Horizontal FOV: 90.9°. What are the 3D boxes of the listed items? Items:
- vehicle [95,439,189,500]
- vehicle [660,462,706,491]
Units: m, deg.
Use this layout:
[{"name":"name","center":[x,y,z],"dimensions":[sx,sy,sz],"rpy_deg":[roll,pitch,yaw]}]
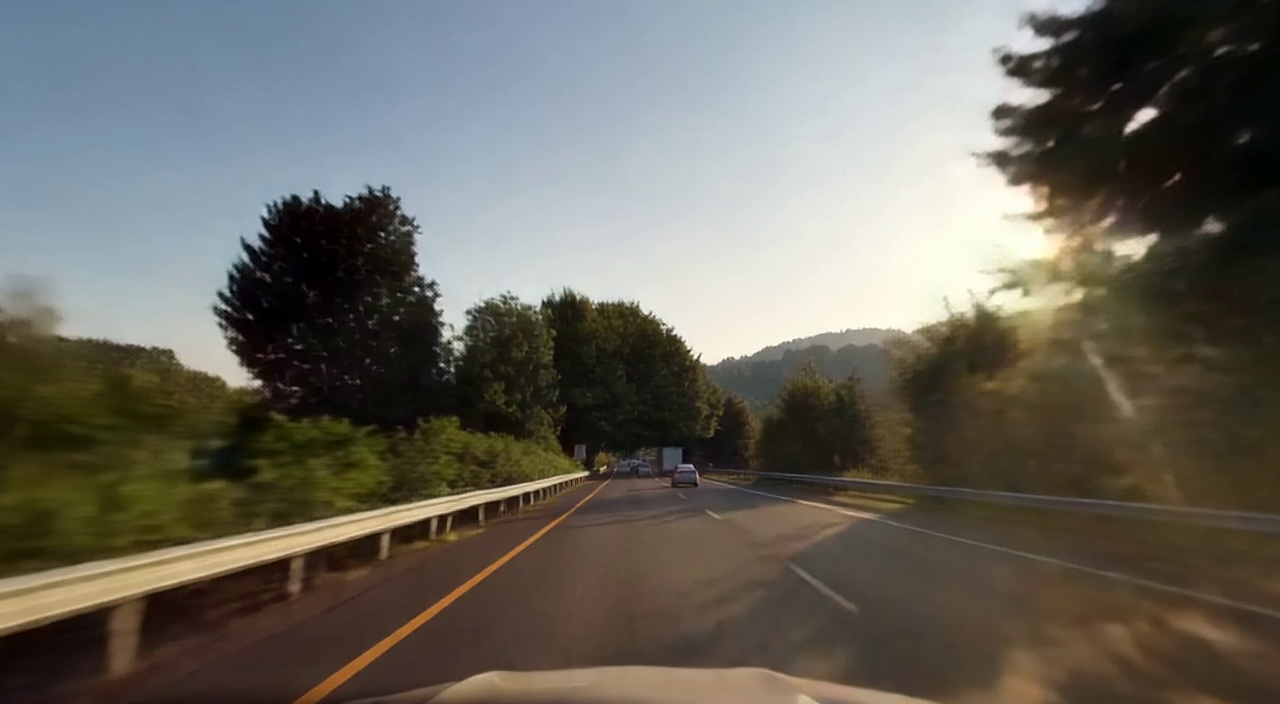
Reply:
[{"name":"vehicle","center":[-35.781,8.497,45.589],"dimensions":[2.981,4.038,5.981],"rpy_deg":[4,-11,-17]},{"name":"vehicle","center":[2.272,6.702,34.064],"dimensions":[1.976,1.467,3.783],"rpy_deg":[1,-10,-3]}]
